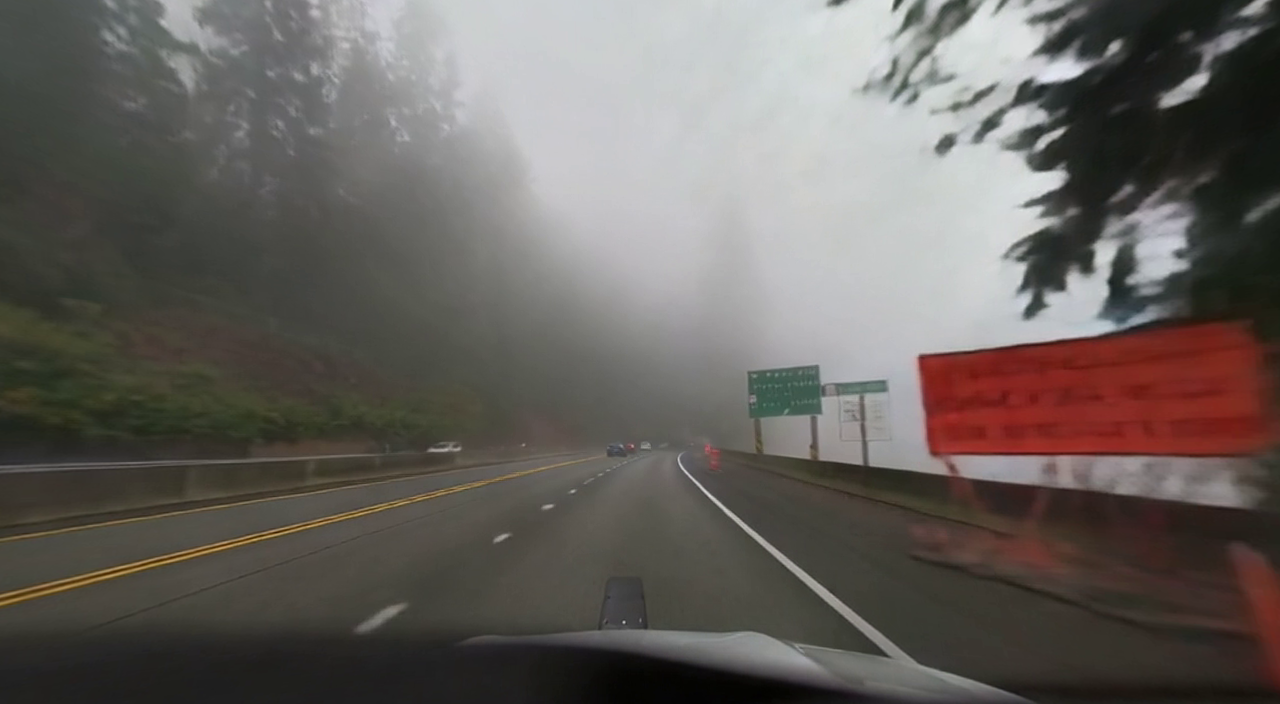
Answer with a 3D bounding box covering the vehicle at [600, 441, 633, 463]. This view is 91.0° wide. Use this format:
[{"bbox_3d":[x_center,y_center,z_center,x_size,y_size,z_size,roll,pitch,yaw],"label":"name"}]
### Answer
[{"bbox_3d":[-1.652,7.232,45.848,2.118,1.475,4.263,0,-8,1],"label":"vehicle"}]
